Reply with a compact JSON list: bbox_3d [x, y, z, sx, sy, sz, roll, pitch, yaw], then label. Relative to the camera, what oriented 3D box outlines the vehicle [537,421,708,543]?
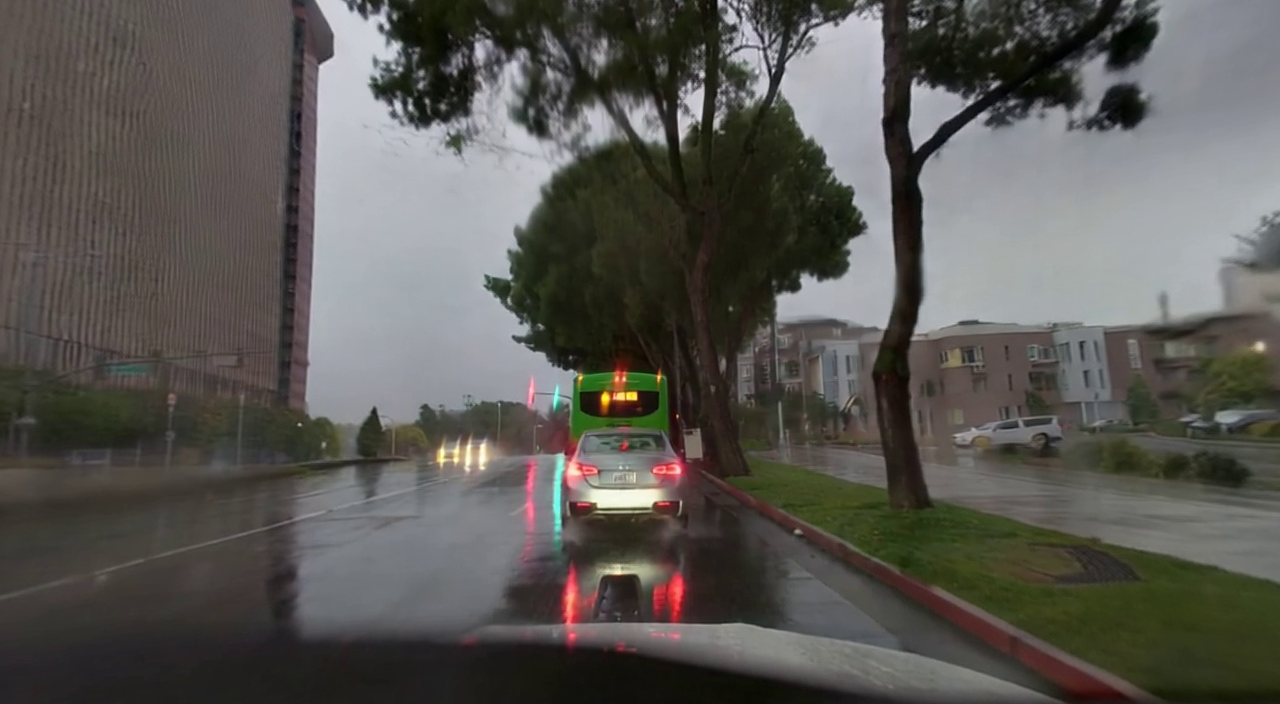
[{"bbox_3d":[-0.256,1.844,9.656,2.064,1.452,3.942,0,-8,-1],"label":"vehicle"}]
